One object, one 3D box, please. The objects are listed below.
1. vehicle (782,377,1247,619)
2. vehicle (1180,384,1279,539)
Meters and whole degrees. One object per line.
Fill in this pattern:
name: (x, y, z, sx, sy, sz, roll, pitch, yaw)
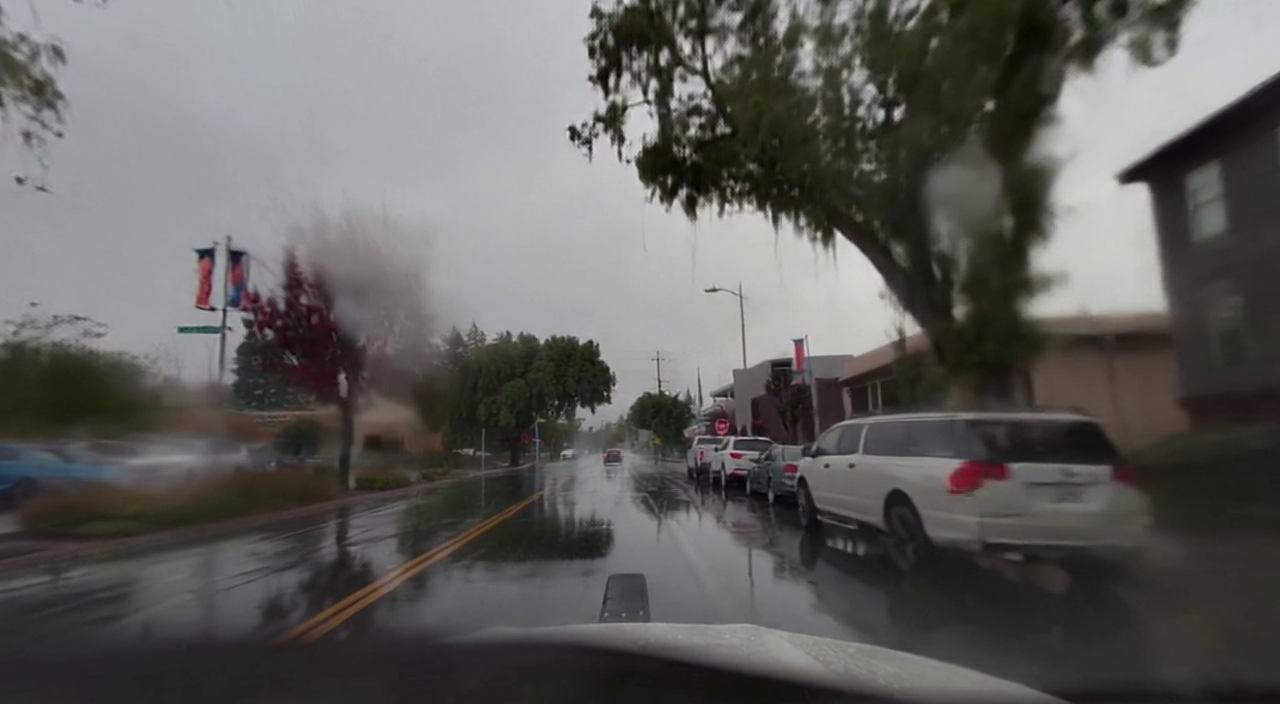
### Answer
vehicle: (3.764, 1.623, 8.170, 2.292, 1.974, 5.853, 0, -8, -2)
vehicle: (9.010, 1.116, 5.983, 2.282, 1.893, 6.027, -2, -7, -1)
